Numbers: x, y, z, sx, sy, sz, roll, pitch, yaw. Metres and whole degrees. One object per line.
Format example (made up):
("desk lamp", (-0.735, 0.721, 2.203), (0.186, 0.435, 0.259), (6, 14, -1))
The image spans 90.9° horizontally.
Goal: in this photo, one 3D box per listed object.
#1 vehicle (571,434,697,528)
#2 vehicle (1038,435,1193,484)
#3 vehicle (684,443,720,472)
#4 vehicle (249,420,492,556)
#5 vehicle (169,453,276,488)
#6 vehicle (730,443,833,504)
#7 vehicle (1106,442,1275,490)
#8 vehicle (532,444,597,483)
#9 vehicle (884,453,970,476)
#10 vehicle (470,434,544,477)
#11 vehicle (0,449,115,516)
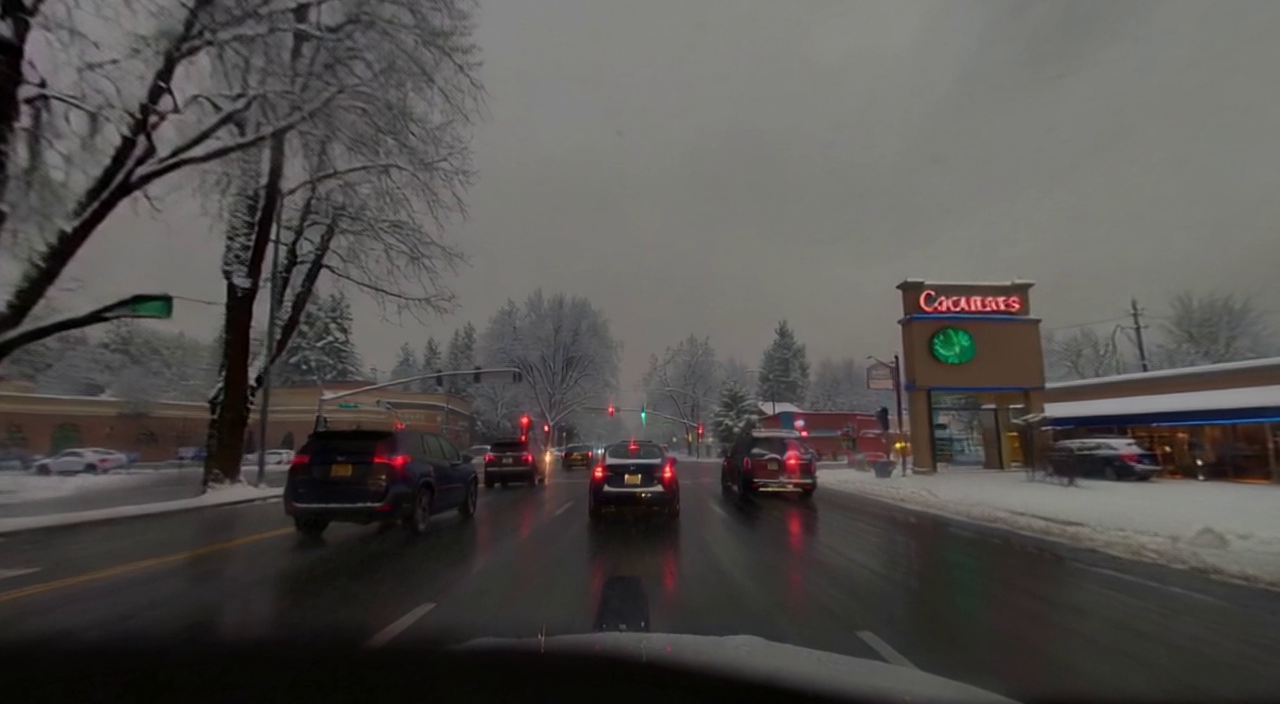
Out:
("vehicle", (-0.106, 2.485, 12.684), (2.121, 1.563, 4.031), (0, -8, 0))
("vehicle", (17.874, 4.031, 23.933), (1.907, 1.669, 4.147), (5, -10, -28))
("vehicle", (3.753, 6.448, 38.646), (1.848, 1.665, 3.747), (0, -8, 0))
("vehicle", (-3.866, 2.011, 9.976), (1.983, 1.685, 3.997), (0, -8, 1))
("vehicle", (-19.473, 5.513, 29.678), (1.888, 1.435, 4.574), (0, -9, 1))
("vehicle", (3.798, 3.329, 17.716), (1.979, 1.485, 4.207), (0, -8, 1))
("vehicle", (22.286, 4.566, 25.760), (2.260, 1.737, 4.527), (3, -9, -22))
("vehicle", (-3.099, 4.648, 26.698), (2.126, 1.490, 4.265), (0, -8, 2))
("vehicle", (19.197, 7.536, 42.342), (4.795, 1.457, 1.986), (-1, -9, 4))
("vehicle", (-6.711, 5.303, 32.581), (2.321, 2.013, 5.640), (0, -8, 3))
("vehicle", (-15.545, 3.067, 14.967), (1.988, 1.498, 4.756), (0, -8, 1))
